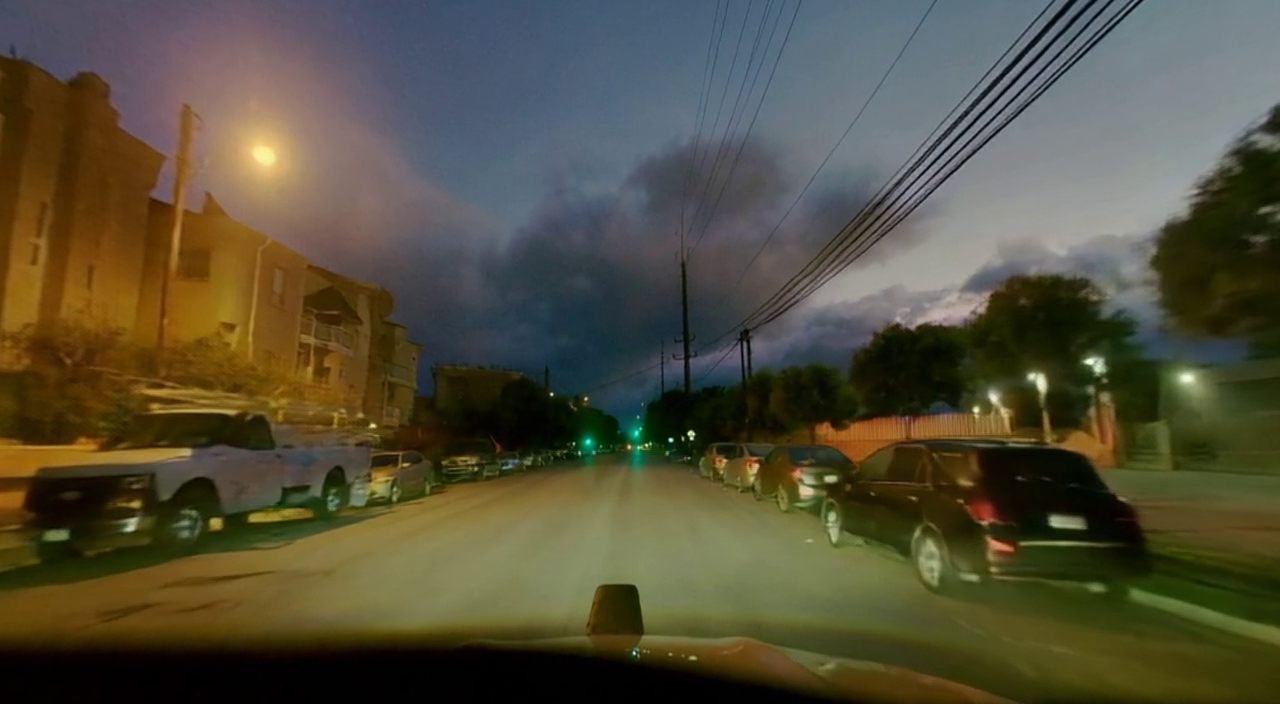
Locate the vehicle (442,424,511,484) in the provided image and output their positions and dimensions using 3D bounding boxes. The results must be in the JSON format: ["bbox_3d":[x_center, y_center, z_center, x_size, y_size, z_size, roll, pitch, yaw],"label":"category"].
[{"bbox_3d":[-7.192,4.538,28.258,1.889,2.463,4.142,0,-9,1],"label":"vehicle"}]

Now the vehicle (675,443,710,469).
[{"bbox_3d":[3.514,7.108,43.416,2.095,1.694,4.592,0,-9,1],"label":"vehicle"}]

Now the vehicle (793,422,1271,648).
[{"bbox_3d":[3.358,1.664,6.953,2.057,1.554,4.905,0,-9,-1],"label":"vehicle"}]

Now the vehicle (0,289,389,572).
[{"bbox_3d":[-7.502,1.509,11.716,2.901,3.610,6.707,-3,-9,1],"label":"vehicle"}]
